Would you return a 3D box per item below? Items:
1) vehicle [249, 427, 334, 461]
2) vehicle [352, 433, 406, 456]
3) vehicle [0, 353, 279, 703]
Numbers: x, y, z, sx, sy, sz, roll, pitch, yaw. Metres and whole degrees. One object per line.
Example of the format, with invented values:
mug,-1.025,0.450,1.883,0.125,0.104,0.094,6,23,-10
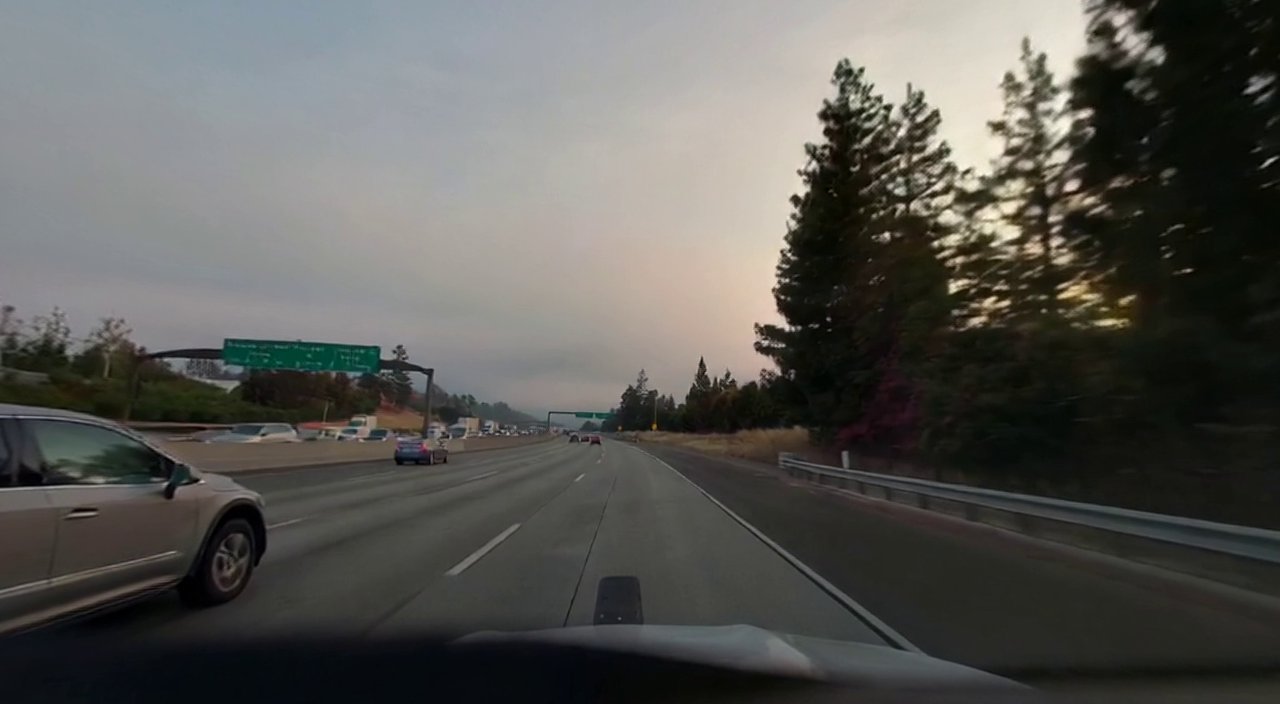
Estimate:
vehicle,-18.054,4.805,32.941,2.027,1.647,4.378,0,-8,-1
vehicle,-18.444,6.552,44.791,1.960,1.504,4.473,0,-8,-1
vehicle,-3.954,0.827,2.778,2.187,1.639,4.318,0,-8,-1
